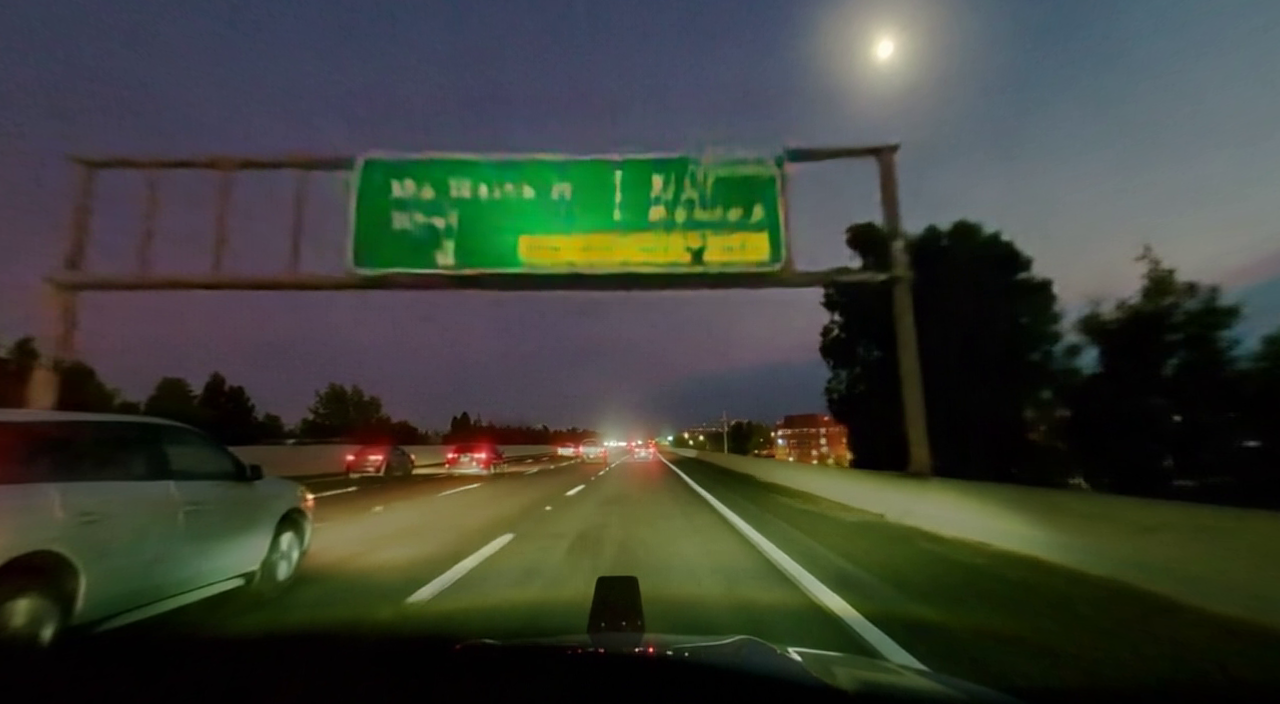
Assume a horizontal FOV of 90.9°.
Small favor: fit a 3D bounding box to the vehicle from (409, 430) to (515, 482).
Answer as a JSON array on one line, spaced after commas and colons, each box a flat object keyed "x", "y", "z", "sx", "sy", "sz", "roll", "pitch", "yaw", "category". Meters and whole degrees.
[{"x": -7.223, "y": 4.289, "z": 26.459, "sx": 2.521, "sy": 1.901, "sz": 5.988, "roll": 0, "pitch": -8, "yaw": 2, "category": "vehicle"}]

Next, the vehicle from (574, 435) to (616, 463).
[{"x": -3.462, "y": 7.640, "z": 49.704, "sx": 2.751, "sy": 2.050, "sz": 5.761, "roll": 0, "pitch": -8, "yaw": 2, "category": "vehicle"}]

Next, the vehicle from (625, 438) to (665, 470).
[{"x": 0.250, "y": 5.818, "z": 36.167, "sx": 2.135, "sy": 1.697, "sz": 4.757, "roll": 0, "pitch": -8, "yaw": 0, "category": "vehicle"}]

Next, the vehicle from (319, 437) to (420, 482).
[{"x": -11.400, "y": 4.538, "z": 27.030, "sx": 2.187, "sy": 1.726, "sz": 4.634, "roll": 0, "pitch": -8, "yaw": 1, "category": "vehicle"}]

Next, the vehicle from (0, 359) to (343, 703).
[{"x": -4.138, "y": 1.041, "z": 3.954, "sx": 2.136, "sy": 1.718, "sz": 4.873, "roll": 0, "pitch": -8, "yaw": 0, "category": "vehicle"}]
